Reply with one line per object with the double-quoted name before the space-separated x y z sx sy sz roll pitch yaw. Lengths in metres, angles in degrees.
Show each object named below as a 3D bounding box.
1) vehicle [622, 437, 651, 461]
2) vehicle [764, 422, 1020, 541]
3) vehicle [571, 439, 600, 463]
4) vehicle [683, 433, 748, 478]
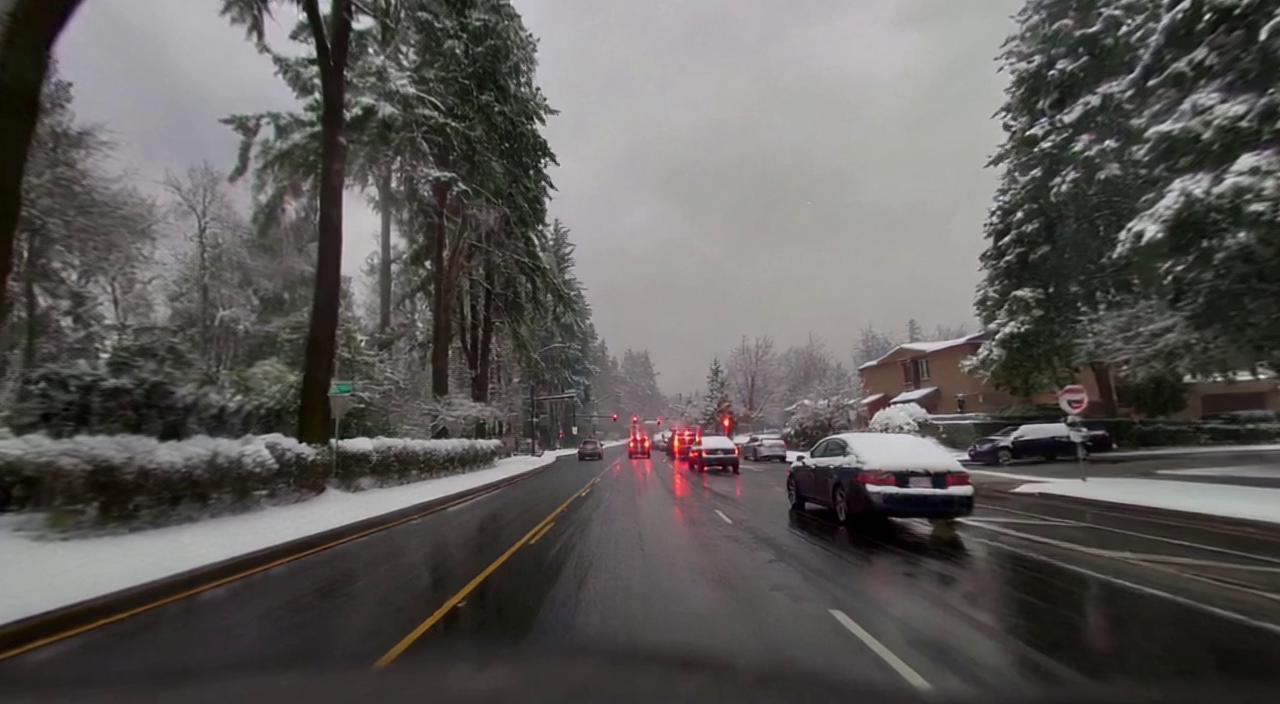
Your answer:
"vehicle" -0.295 7.313 47.495 2.052 1.693 4.554 0 -8 -1
"vehicle" 3.748 2.046 10.666 2.165 1.513 4.911 0 -9 -2
"vehicle" -4.136 7.601 48.628 2.083 1.691 4.398 0 -9 -3
"vehicle" 3.022 4.289 26.369 2.041 1.688 4.717 0 -8 -1
